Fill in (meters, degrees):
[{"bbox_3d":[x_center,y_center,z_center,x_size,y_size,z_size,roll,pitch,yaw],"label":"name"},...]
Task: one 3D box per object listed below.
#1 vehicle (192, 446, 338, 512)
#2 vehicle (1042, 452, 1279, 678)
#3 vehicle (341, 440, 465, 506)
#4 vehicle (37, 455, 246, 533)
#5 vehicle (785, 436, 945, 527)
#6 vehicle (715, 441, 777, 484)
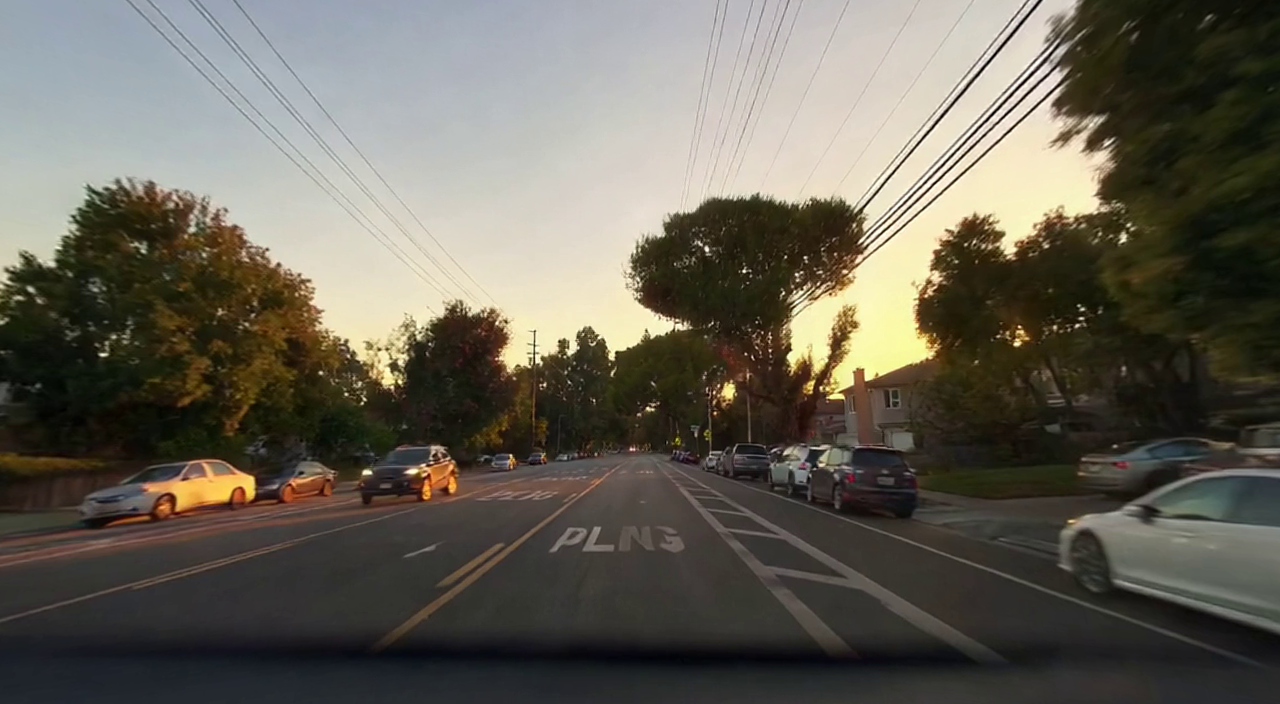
[{"bbox_3d":[-12.184,4.123,20.870,2.066,1.796,4.407,-4,-9,2],"label":"vehicle"},{"bbox_3d":[5.218,1.441,4.272,1.942,1.461,4.575,0,-9,0],"label":"vehicle"},{"bbox_3d":[-6.870,3.526,18.824,1.957,1.700,4.318,0,-9,1],"label":"vehicle"},{"bbox_3d":[-12.397,3.504,16.091,1.851,1.639,4.204,0,-9,0],"label":"vehicle"},{"bbox_3d":[4.977,2.896,14.749,1.962,1.748,4.659,0,-9,-1],"label":"vehicle"},{"bbox_3d":[5.015,5.313,30.607,2.123,1.928,4.752,0,-9,-1],"label":"vehicle"}]
